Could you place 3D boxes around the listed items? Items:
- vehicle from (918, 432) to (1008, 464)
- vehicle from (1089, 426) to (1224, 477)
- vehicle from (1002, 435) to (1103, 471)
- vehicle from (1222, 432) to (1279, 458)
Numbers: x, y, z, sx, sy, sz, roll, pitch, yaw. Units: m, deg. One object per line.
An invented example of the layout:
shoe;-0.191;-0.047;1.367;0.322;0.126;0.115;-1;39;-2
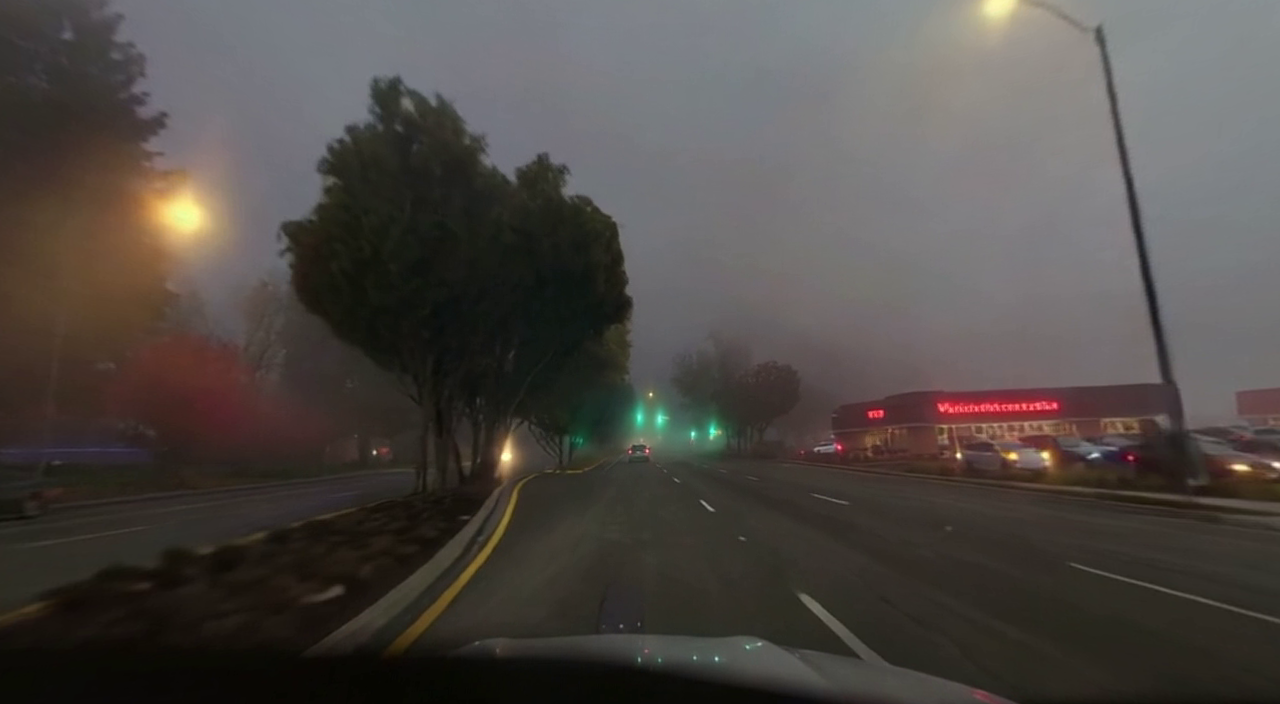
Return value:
vehicle;20.231;6.016;39.579;5.072;1.887;2.189;4;-10;-24
vehicle;19.226;3.692;23.511;4.630;1.704;2.063;4;-10;-27
vehicle;19.487;4.758;29.830;4.238;1.561;1.922;4;-10;-25
vehicle;37.888;5.590;38.154;3.692;1.467;1.779;-1;-8;-2
